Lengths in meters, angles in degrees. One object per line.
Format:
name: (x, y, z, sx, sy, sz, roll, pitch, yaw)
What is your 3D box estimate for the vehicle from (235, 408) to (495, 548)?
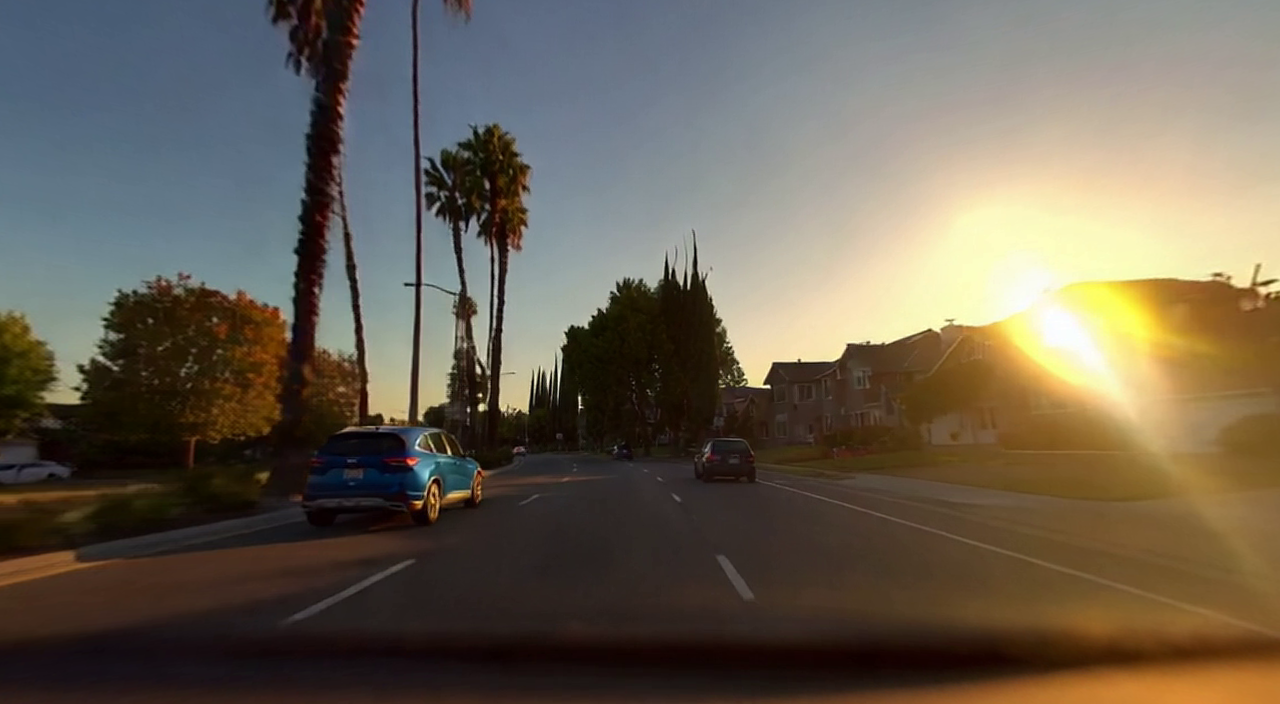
vehicle: (-4.070, 1.967, 10.488, 2.150, 1.768, 4.868, 0, -9, 0)

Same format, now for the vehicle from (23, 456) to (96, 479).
vehicle: (-39.422, 7.843, 42.686, 3.285, 1.351, 1.575, -1, -9, -7)

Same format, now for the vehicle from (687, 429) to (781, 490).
vehicle: (3.001, 3.574, 21.215, 2.195, 1.804, 4.658, 1, -9, -3)

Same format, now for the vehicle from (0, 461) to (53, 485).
vehicle: (-37.702, 7.231, 37.565, 3.430, 1.341, 1.611, -1, -9, -2)
